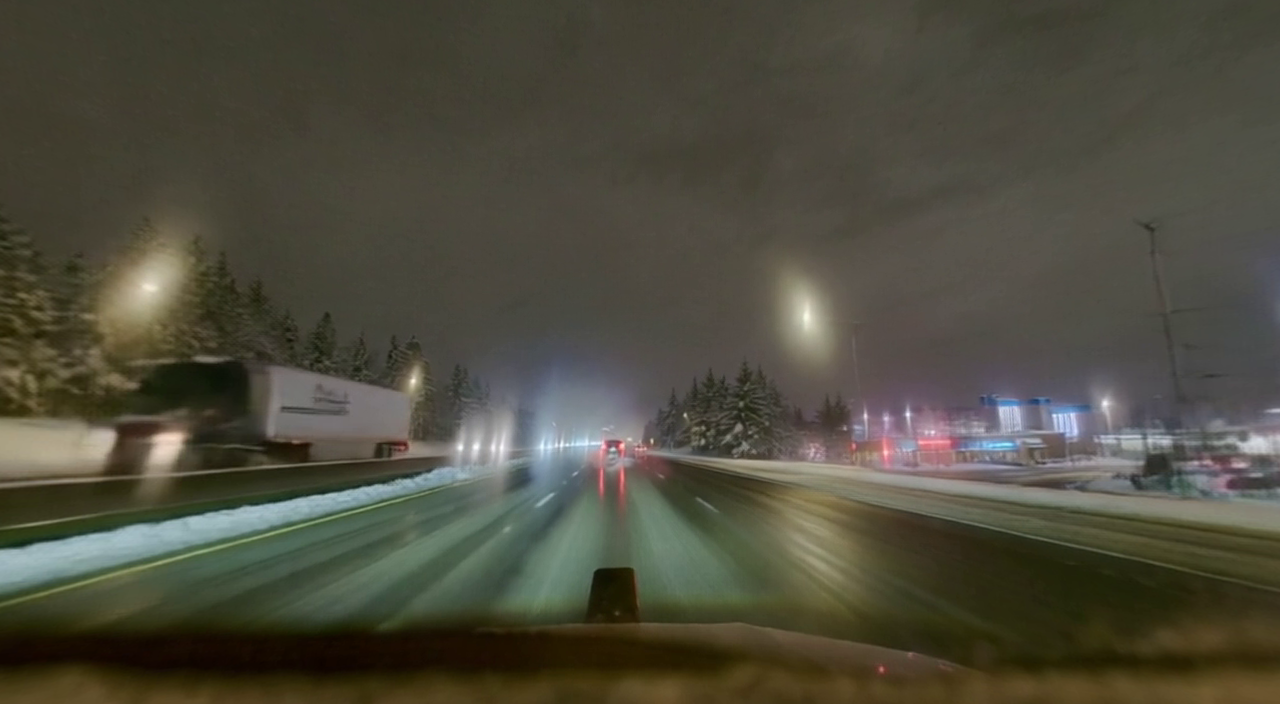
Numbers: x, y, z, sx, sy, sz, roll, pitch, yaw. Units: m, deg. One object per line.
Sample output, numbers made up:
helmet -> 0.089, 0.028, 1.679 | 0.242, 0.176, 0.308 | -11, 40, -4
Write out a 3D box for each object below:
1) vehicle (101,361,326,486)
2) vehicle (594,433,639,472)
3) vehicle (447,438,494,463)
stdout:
vehicle -> -15.697, 2.876, 24.401 | 3.062, 4.003, 8.152 | 0, -9, -2
vehicle -> -1.228, 5.273, 33.202 | 2.155, 1.856, 4.796 | 0, -9, -2
vehicle -> -12.417, 7.257, 46.600 | 2.084, 1.683, 5.021 | 0, -9, 0
